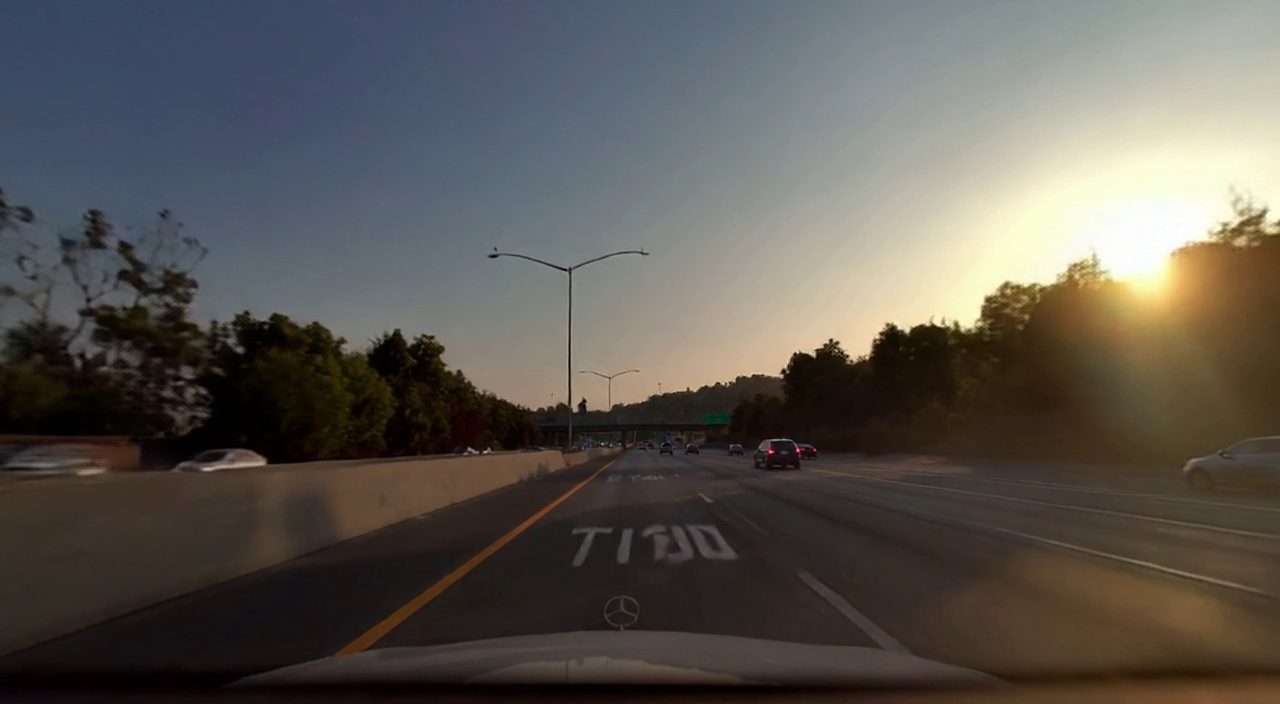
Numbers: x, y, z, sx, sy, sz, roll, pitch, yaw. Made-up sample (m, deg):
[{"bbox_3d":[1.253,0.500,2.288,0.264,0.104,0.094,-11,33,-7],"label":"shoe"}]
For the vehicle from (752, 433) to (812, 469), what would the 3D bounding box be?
[{"bbox_3d":[7.670,5.407,34.587,2.098,1.820,4.505,0,-9,-2],"label":"vehicle"}]

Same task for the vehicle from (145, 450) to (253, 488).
[{"bbox_3d":[-20.986,5.536,30.369,1.879,1.647,4.631,0,-9,-1],"label":"vehicle"}]
